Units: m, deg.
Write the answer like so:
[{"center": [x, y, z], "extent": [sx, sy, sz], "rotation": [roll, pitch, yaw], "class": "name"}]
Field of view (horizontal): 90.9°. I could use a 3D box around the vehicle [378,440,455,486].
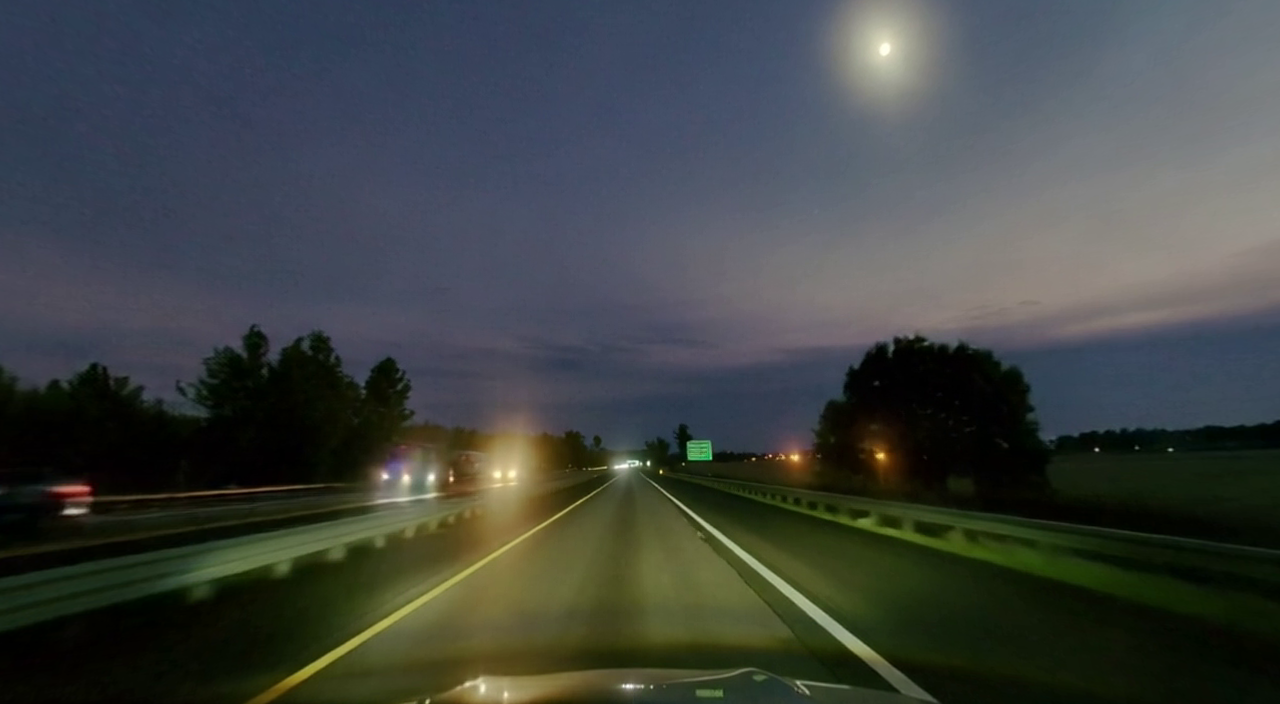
[{"center": [-16.882, 8.530, 48.232], "extent": [2.913, 3.149, 7.507], "rotation": [1, -10, 1], "class": "vehicle"}]
